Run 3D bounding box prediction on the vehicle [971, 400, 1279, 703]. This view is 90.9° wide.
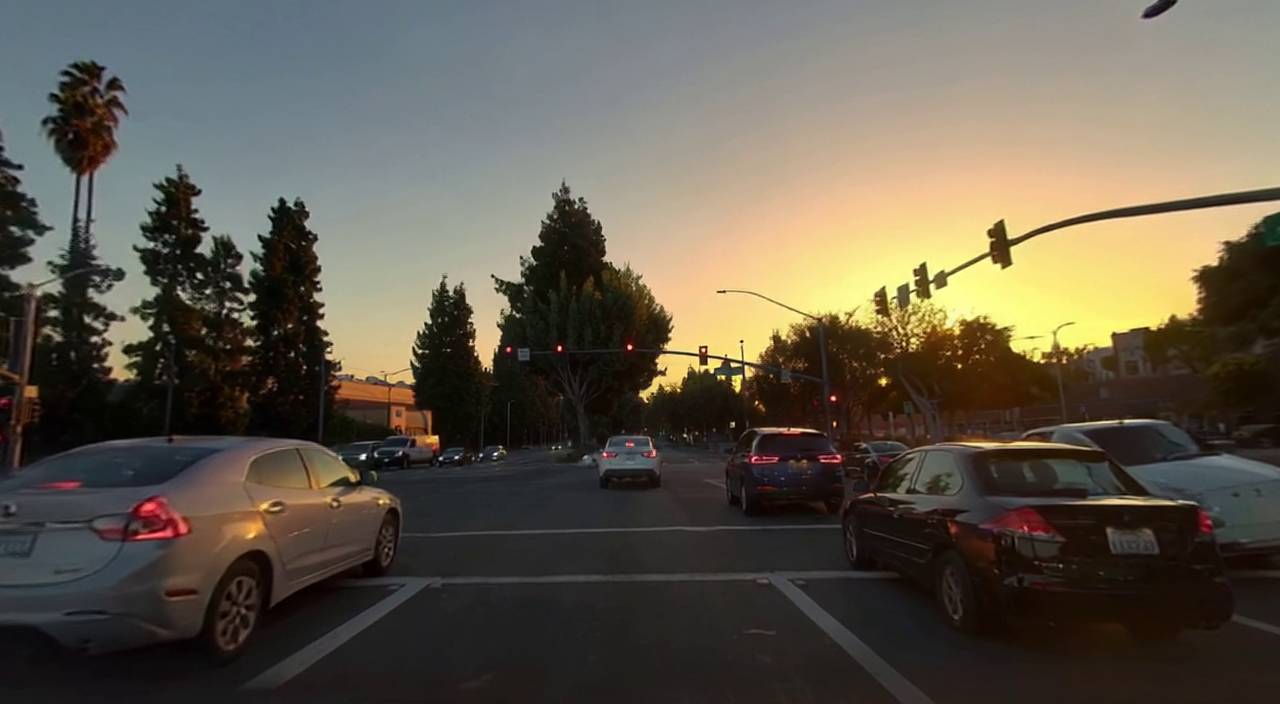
[{"bbox_3d":[3.113,0.856,1.832,1.960,1.460,4.233,0,-8,-1],"label":"vehicle"}]

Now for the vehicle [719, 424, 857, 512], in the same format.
[{"bbox_3d":[3.202,2.611,14.705,2.097,1.707,4.461,0,-8,-1],"label":"vehicle"}]

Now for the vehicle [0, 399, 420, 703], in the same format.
[{"bbox_3d":[-3.544,1.284,5.046,1.941,1.492,4.399,0,-8,1],"label":"vehicle"}]

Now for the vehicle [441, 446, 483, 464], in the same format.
[{"bbox_3d":[-13.974,8.089,49.756,1.926,1.325,4.162,-1,-8,3],"label":"vehicle"}]

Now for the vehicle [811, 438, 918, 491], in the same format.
[{"bbox_3d":[6.643,3.345,19.141,1.847,1.432,4.039,0,-8,2],"label":"vehicle"}]

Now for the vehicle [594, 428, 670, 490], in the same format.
[{"bbox_3d":[-0.209,3.394,20.268,2.215,1.749,3.976,0,-8,1],"label":"vehicle"}]
